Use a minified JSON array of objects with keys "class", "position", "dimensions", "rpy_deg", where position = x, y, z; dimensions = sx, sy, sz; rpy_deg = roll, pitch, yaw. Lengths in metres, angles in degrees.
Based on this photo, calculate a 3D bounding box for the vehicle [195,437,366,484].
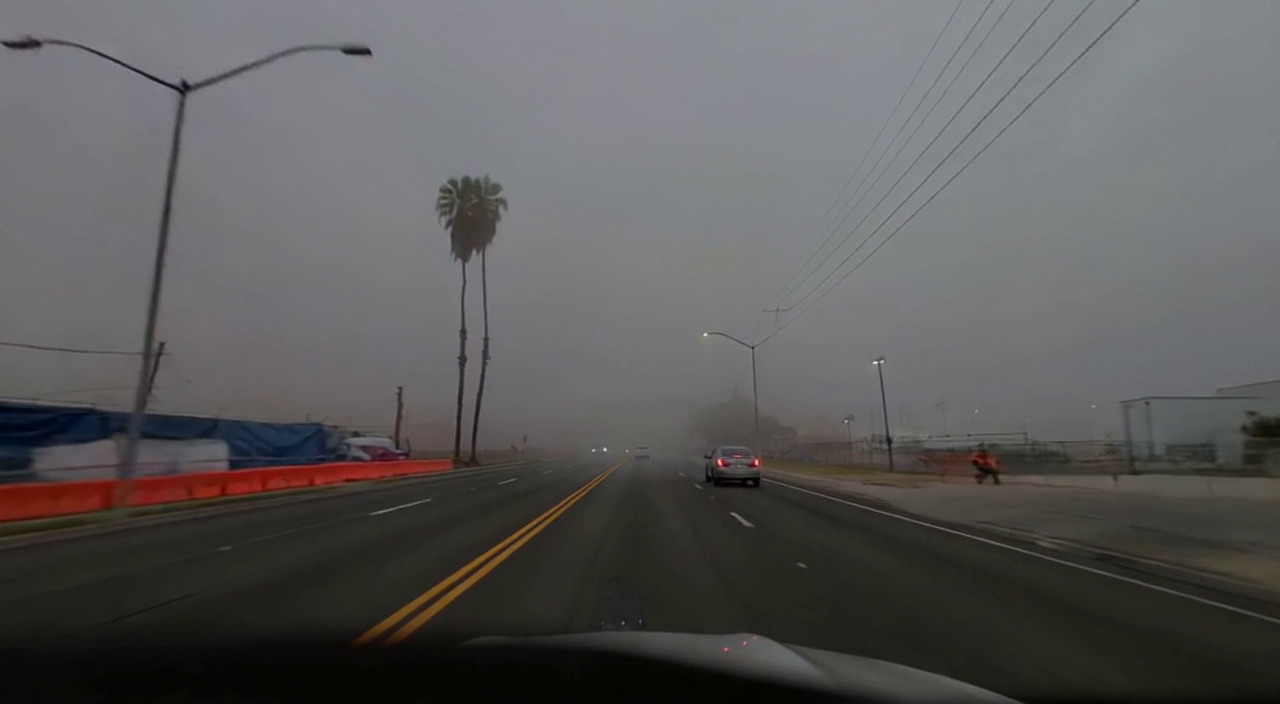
[{"class":"vehicle","position":[-18.161,5.455,32.093],"dimensions":[6.969,2.132,2.716],"rpy_deg":[8,-12,-44]}]

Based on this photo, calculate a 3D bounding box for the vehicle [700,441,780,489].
[{"class":"vehicle","position":[3.500,4.044,22.891],"dimensions":[2.148,1.562,4.642],"rpy_deg":[0,-8,0]}]
